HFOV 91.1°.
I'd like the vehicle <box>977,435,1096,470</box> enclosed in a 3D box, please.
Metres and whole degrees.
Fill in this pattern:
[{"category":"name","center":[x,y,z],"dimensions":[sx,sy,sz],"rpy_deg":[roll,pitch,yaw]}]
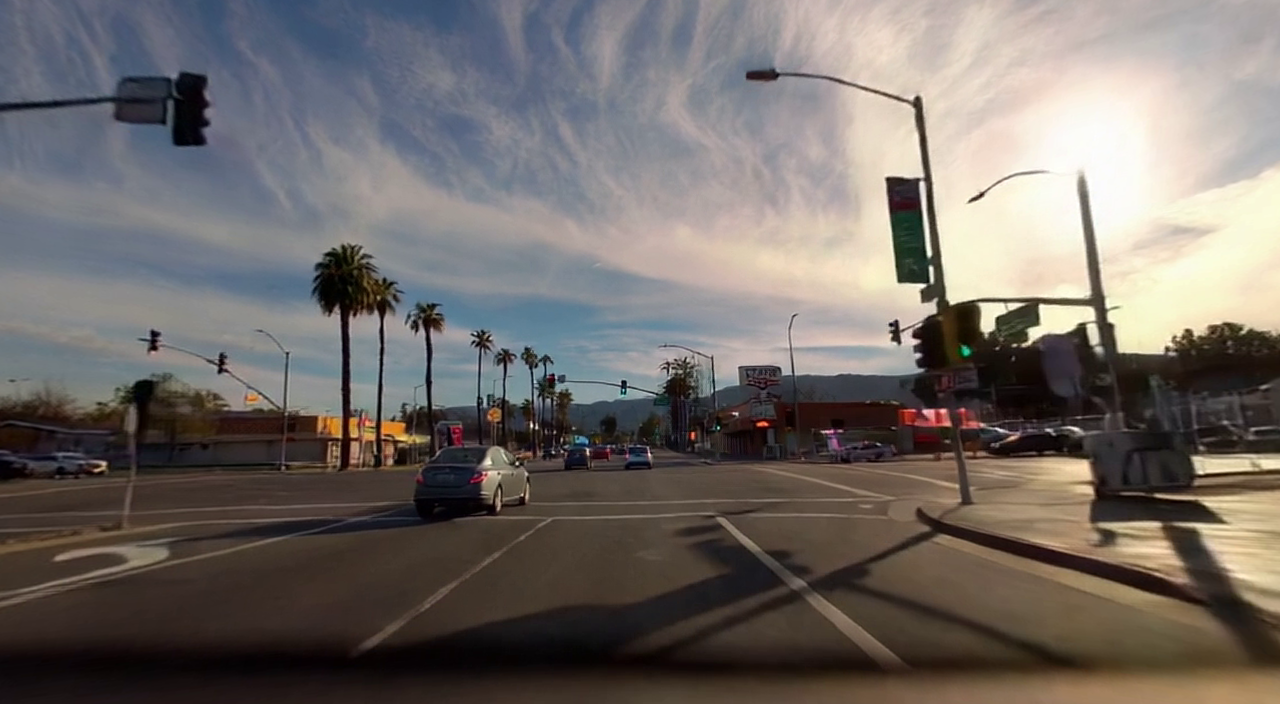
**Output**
[{"category":"vehicle","center":[20.400,5.172,32.456],"dimensions":[4.699,1.716,2.108],"rpy_deg":[0,-8,-1]}]

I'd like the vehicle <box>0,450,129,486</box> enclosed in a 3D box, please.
[{"category":"vehicle","center":[-28.916,5.800,31.397],"dimensions":[4.945,1.582,1.938],"rpy_deg":[-2,-10,-2]}]

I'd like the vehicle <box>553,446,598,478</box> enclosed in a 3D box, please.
[{"category":"vehicle","center":[-3.477,5.993,34.476],"dimensions":[1.979,1.634,3.957],"rpy_deg":[0,-8,2]}]

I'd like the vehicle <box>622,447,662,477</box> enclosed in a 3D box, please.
[{"category":"vehicle","center":[0.101,6.082,34.908],"dimensions":[2.094,1.496,4.070],"rpy_deg":[0,-8,0]}]

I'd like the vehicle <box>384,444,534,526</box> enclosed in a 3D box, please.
[{"category":"vehicle","center":[-3.775,2.837,14.031],"dimensions":[1.904,1.513,4.410],"rpy_deg":[-1,-8,2]}]

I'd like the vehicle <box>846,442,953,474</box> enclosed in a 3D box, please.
[{"category":"vehicle","center":[13.238,5.428,32.262],"dimensions":[4.532,1.504,2.087],"rpy_deg":[0,-8,0]}]

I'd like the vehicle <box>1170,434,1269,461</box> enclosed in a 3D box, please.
[{"category":"vehicle","center":[39.613,6.521,42.999],"dimensions":[4.780,1.784,2.092],"rpy_deg":[0,-8,-4]}]

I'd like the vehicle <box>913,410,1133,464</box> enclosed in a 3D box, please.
[{"category":"vehicle","center":[25.953,5.843,42.954],"dimensions":[13.025,3.480,3.091],"rpy_deg":[0,-9,-2]}]
